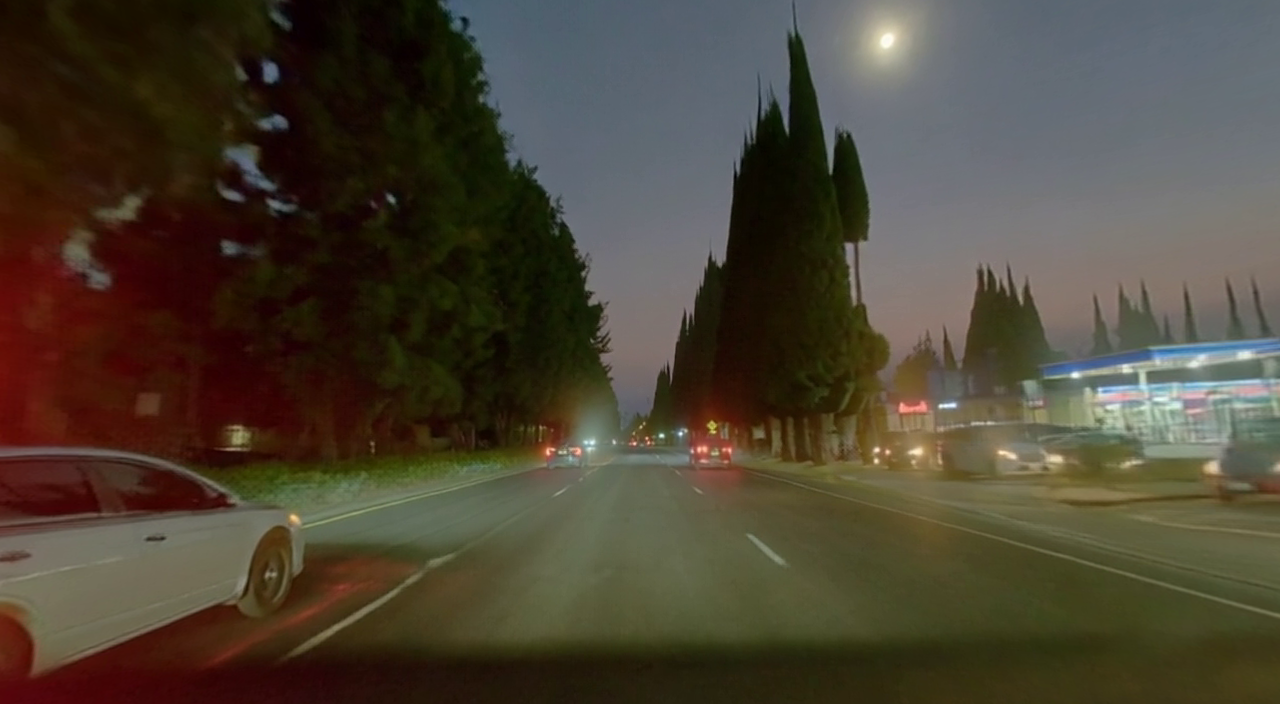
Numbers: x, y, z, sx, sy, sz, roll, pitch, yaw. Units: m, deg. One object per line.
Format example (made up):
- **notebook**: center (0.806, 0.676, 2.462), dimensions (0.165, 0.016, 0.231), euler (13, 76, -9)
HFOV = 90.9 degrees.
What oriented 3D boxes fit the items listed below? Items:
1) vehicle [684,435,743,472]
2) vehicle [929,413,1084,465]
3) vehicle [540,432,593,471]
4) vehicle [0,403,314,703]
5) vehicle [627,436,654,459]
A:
- **vehicle**: center (3.203, 4.560, 28.440), dimensions (2.010, 1.486, 4.498), euler (-1, -8, -1)
- **vehicle**: center (13.957, 3.391, 24.372), dimensions (2.097, 1.779, 4.720), euler (3, -9, -23)
- **vehicle**: center (-3.613, 4.959, 31.634), dimensions (2.051, 1.747, 4.370), euler (-1, -8, 1)
- **vehicle**: center (-4.080, 1.068, 3.290), dimensions (1.988, 1.530, 5.155), euler (-1, -8, 0)
- **vehicle**: center (0.049, 7.147, 47.322), dimensions (1.922, 1.579, 3.642), euler (-1, -8, 0)
